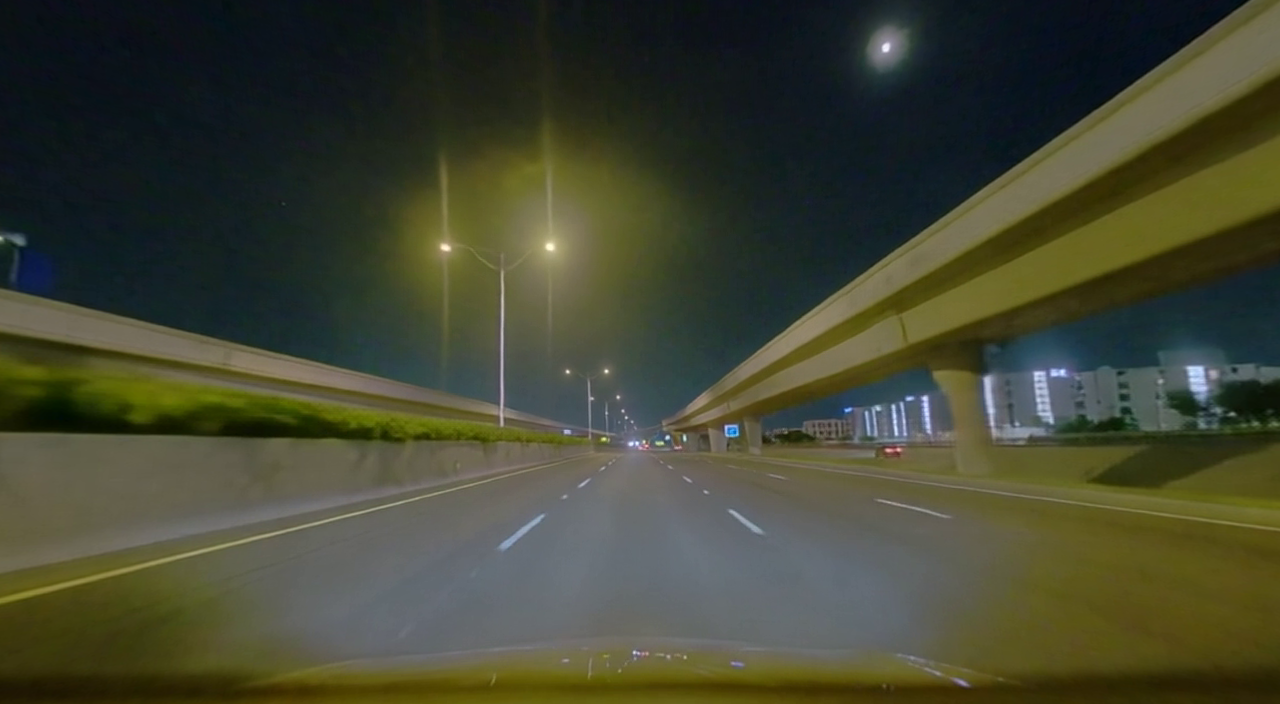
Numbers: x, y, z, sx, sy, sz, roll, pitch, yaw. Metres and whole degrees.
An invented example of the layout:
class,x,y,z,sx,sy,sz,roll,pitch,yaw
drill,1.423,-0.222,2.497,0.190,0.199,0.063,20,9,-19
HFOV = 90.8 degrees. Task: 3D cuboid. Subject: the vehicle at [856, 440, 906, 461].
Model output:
class,x,y,z,sx,sy,sz,roll,pitch,yaw
vehicle,18.750,7.669,49.373,2.059,1.457,4.537,-1,-8,-1
